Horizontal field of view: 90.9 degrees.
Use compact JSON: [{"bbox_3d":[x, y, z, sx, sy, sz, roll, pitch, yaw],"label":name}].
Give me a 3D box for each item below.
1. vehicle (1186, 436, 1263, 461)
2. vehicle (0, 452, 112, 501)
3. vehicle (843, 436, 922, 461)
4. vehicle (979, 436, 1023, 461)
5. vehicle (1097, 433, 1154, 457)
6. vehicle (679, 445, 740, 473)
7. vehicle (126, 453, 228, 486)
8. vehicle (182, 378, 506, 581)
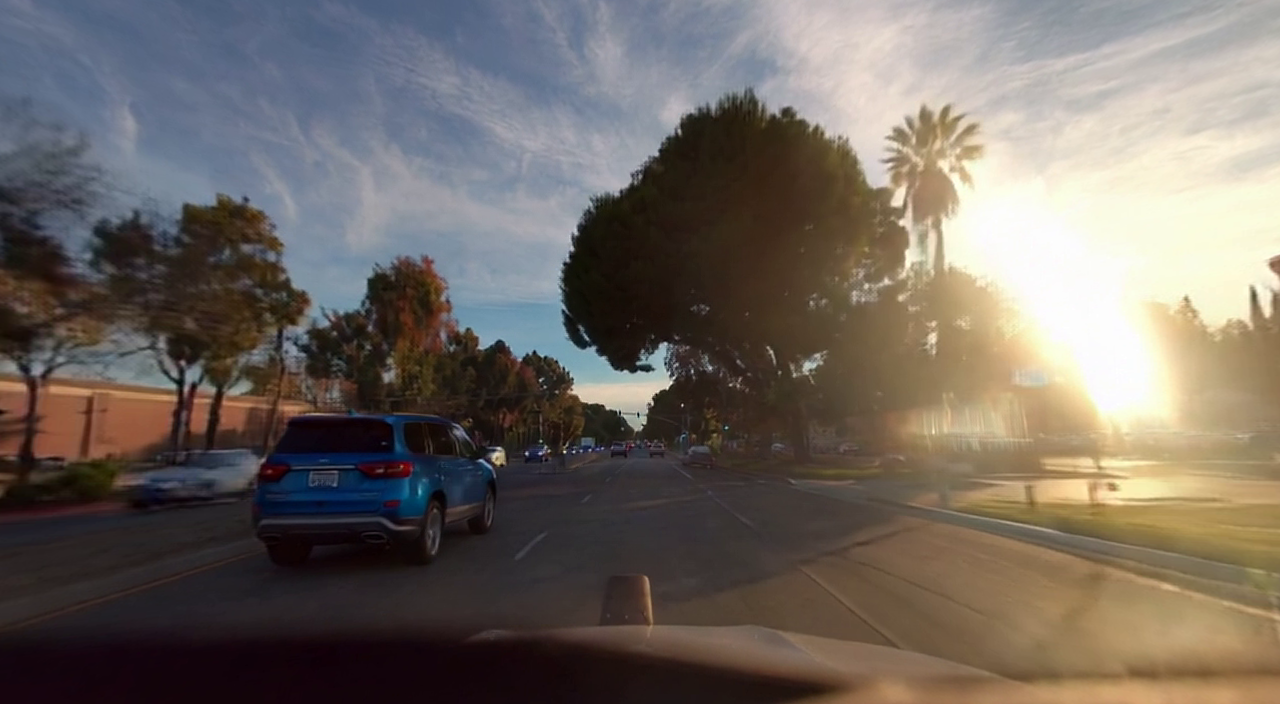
[{"bbox_3d":[35.885,5.953,38.845,1.815,1.419,4.726,-4,-9,22],"label":"vehicle"},{"bbox_3d":[-25.134,5.058,25.855,4.951,1.852,2.185,5,-10,-33],"label":"vehicle"},{"bbox_3d":[16.809,6.720,43.775,4.705,1.630,1.887,-6,-10,32],"label":"vehicle"},{"bbox_3d":[27.052,7.260,47.408,1.993,1.806,4.813,-4,-9,20],"label":"vehicle"},{"bbox_3d":[34.284,6.621,44.627,1.982,1.611,4.314,-4,-9,21],"label":"vehicle"},{"bbox_3d":[3.983,6.250,37.060,1.919,1.472,4.470,2,-9,-17],"label":"vehicle"},{"bbox_3d":[-25.507,6.462,34.941,4.238,1.584,1.949,4,-9,-28],"label":"vehicle"},{"bbox_3d":[-3.399,1.594,8.539,2.152,1.987,4.527,0,-9,0],"label":"vehicle"}]
